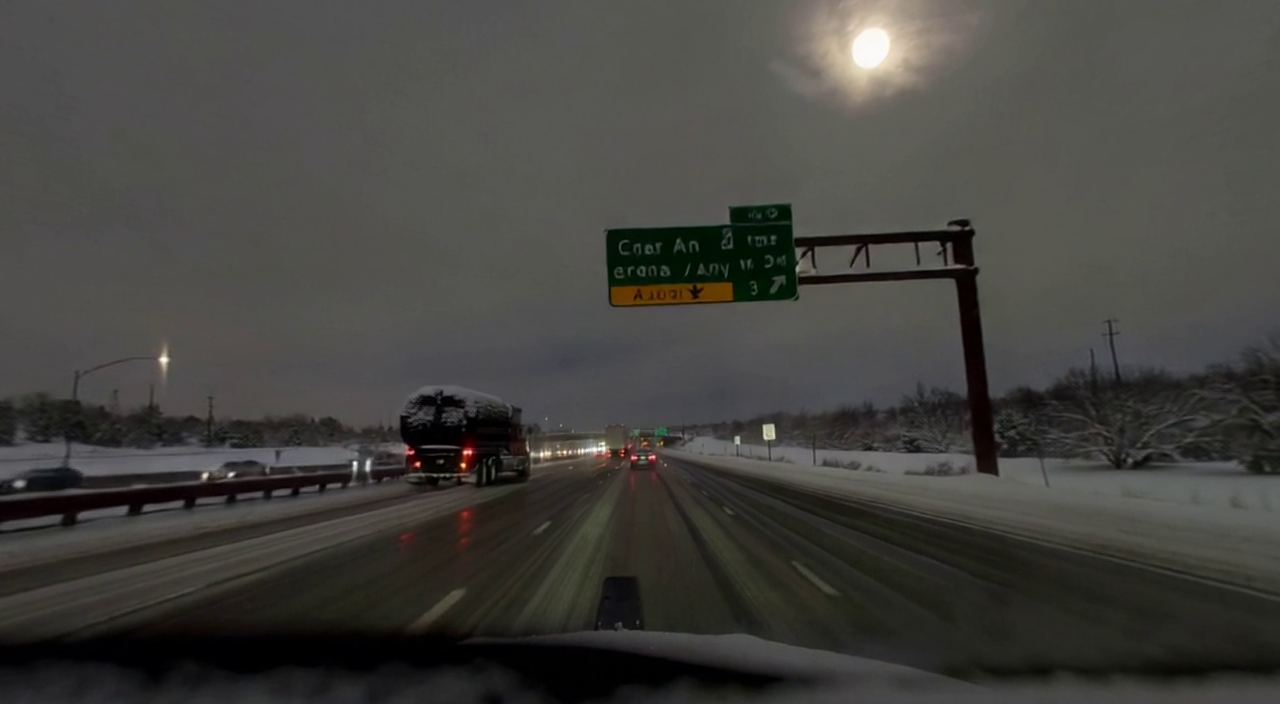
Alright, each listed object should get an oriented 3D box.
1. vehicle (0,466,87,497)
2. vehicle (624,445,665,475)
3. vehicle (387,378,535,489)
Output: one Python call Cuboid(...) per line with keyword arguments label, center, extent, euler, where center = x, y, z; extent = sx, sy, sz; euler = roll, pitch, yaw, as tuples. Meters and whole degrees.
Cuboid(label="vehicle", center=(-34.514, 7.306, 35.740), extent=(1.808, 1.504, 4.837), euler=(0, -9, 1))
Cuboid(label="vehicle", center=(0.209, 5.734, 33.729), extent=(2.066, 1.469, 4.050), euler=(0, -9, -1))
Cuboid(label="vehicle", center=(-7.127, 3.665, 27.471), extent=(3.067, 3.804, 11.136), euler=(0, -9, 1))
